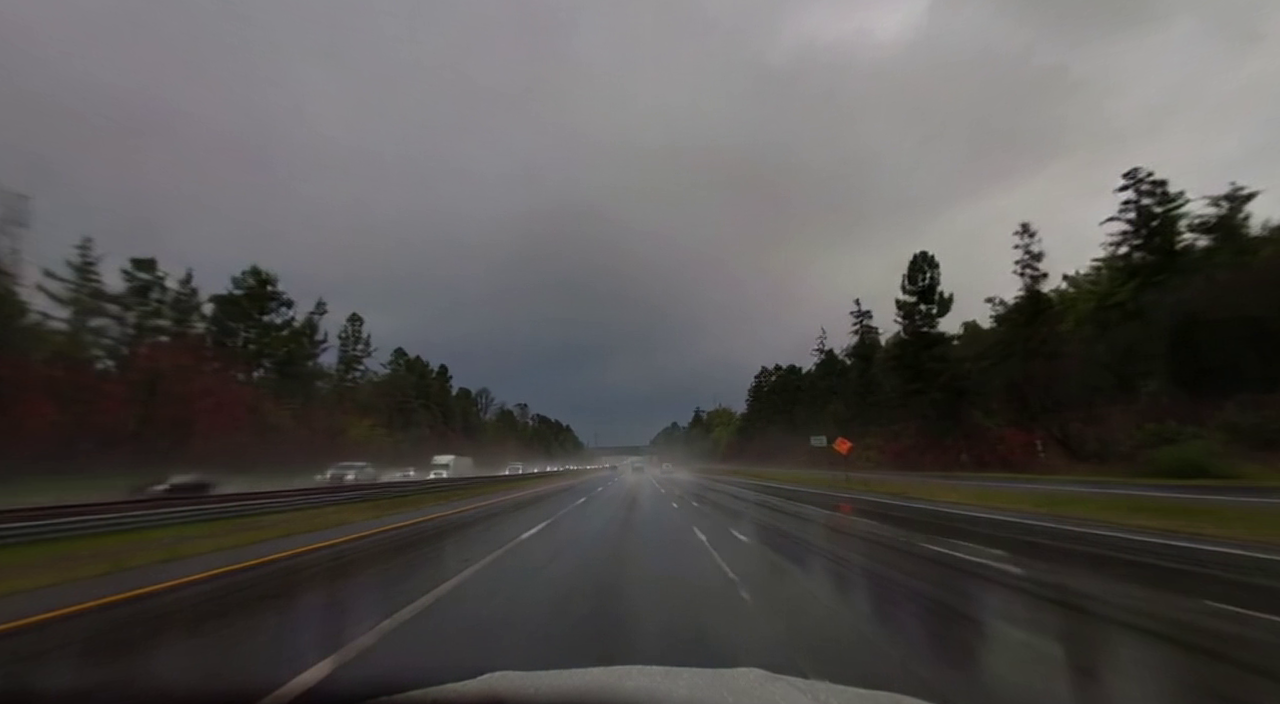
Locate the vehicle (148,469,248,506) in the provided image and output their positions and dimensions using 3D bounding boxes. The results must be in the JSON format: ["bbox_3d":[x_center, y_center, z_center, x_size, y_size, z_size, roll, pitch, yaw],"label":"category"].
[{"bbox_3d":[-20.048,6.141,28.688,1.829,1.494,3.597,1,-10,0],"label":"vehicle"}]

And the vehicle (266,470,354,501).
[{"bbox_3d":[-16.424,6.646,31.570,2.060,1.374,4.311,1,-10,0],"label":"vehicle"}]
